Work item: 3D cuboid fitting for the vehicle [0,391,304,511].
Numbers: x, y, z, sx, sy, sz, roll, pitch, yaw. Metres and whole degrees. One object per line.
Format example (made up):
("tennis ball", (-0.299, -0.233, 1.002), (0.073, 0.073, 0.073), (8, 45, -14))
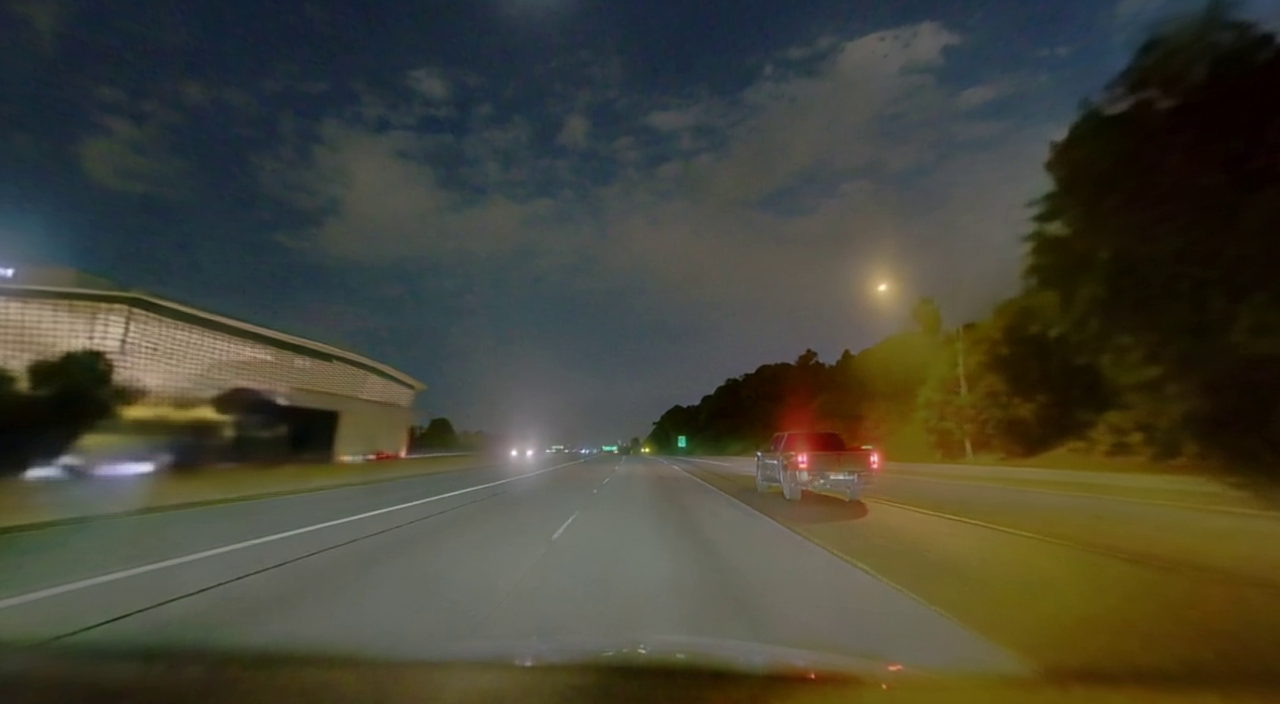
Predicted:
("vehicle", (-11.386, 2.408, 15.504), (2.400, 2.294, 6.797), (0, -9, 1))
